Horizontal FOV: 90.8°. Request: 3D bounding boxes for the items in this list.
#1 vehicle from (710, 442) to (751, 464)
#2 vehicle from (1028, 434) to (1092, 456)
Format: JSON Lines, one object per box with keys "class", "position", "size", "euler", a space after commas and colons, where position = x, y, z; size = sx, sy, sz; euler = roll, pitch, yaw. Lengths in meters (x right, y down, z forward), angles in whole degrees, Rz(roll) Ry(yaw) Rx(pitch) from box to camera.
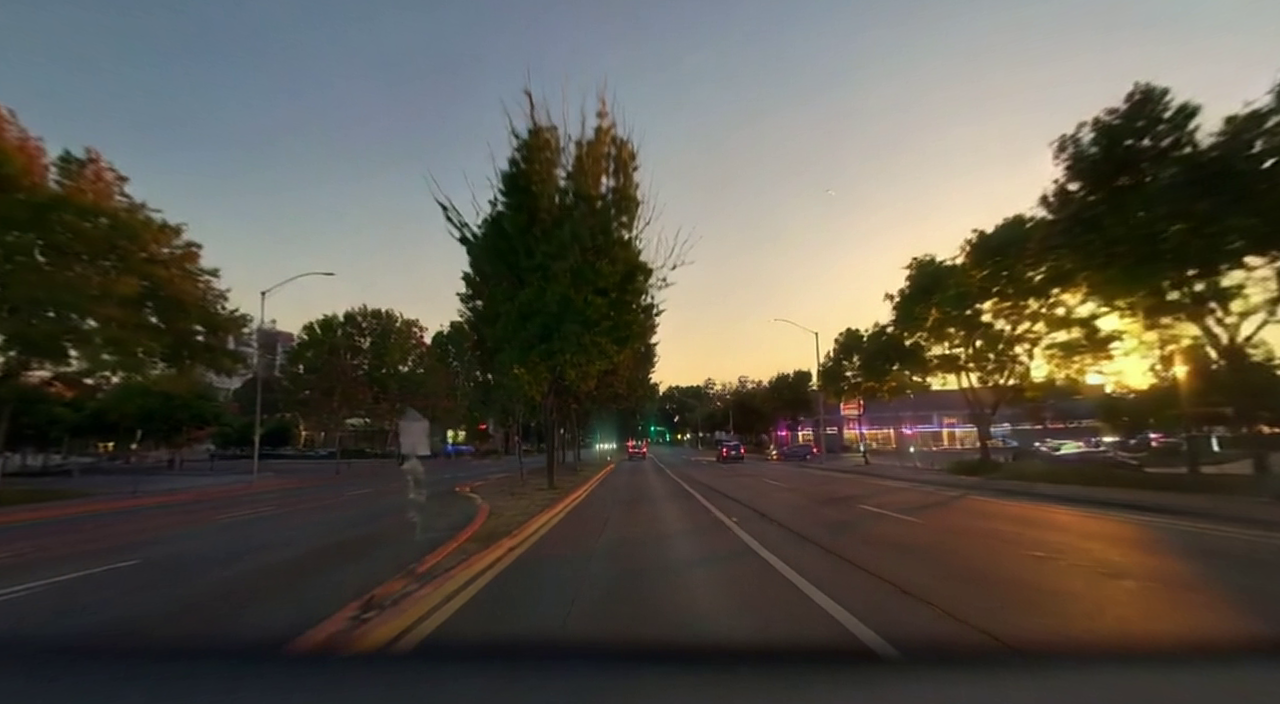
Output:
{"class": "vehicle", "position": [6.335, 7.114, 44.738], "size": [2.024, 1.475, 4.600], "euler": [0, -8, -2]}
{"class": "vehicle", "position": [31.621, 7.072, 47.712], "size": [1.767, 1.549, 4.422], "euler": [1, -9, 0]}
